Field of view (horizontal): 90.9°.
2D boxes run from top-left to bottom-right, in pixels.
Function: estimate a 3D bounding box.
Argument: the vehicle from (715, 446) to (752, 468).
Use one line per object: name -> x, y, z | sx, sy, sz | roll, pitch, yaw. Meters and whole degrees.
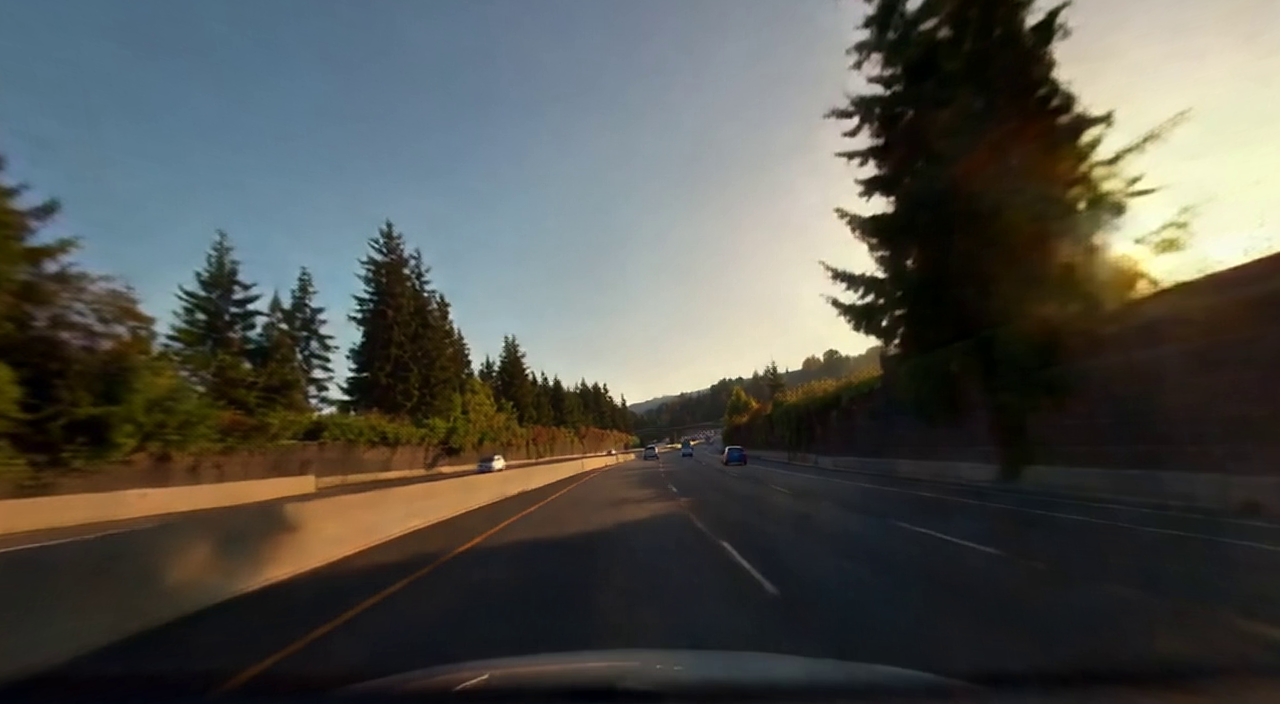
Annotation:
vehicle -> 7.145, 8.049, 48.522 | 2.175, 1.574, 3.943 | 0, -9, 0
